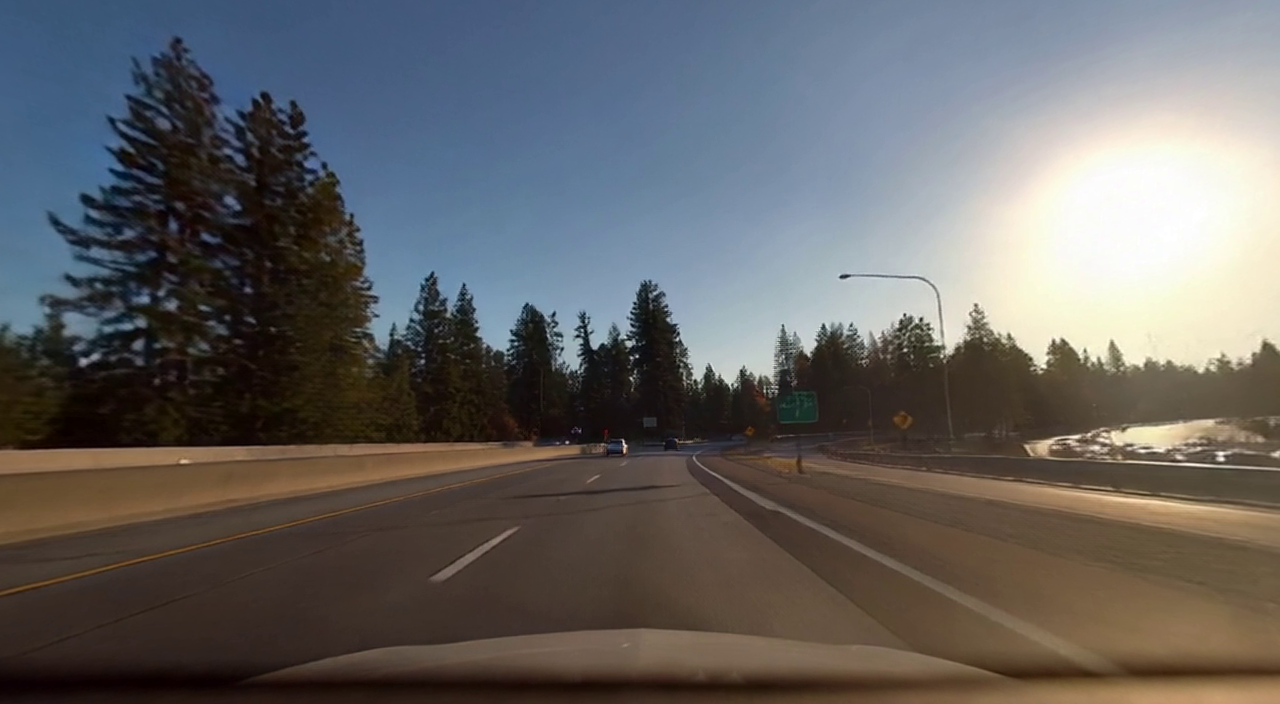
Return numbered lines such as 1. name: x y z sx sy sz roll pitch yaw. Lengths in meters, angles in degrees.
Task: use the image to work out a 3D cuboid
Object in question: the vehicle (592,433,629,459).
1. vehicle: -2.066 6.745 45.347 2.129 1.742 4.217 -1 -8 5
